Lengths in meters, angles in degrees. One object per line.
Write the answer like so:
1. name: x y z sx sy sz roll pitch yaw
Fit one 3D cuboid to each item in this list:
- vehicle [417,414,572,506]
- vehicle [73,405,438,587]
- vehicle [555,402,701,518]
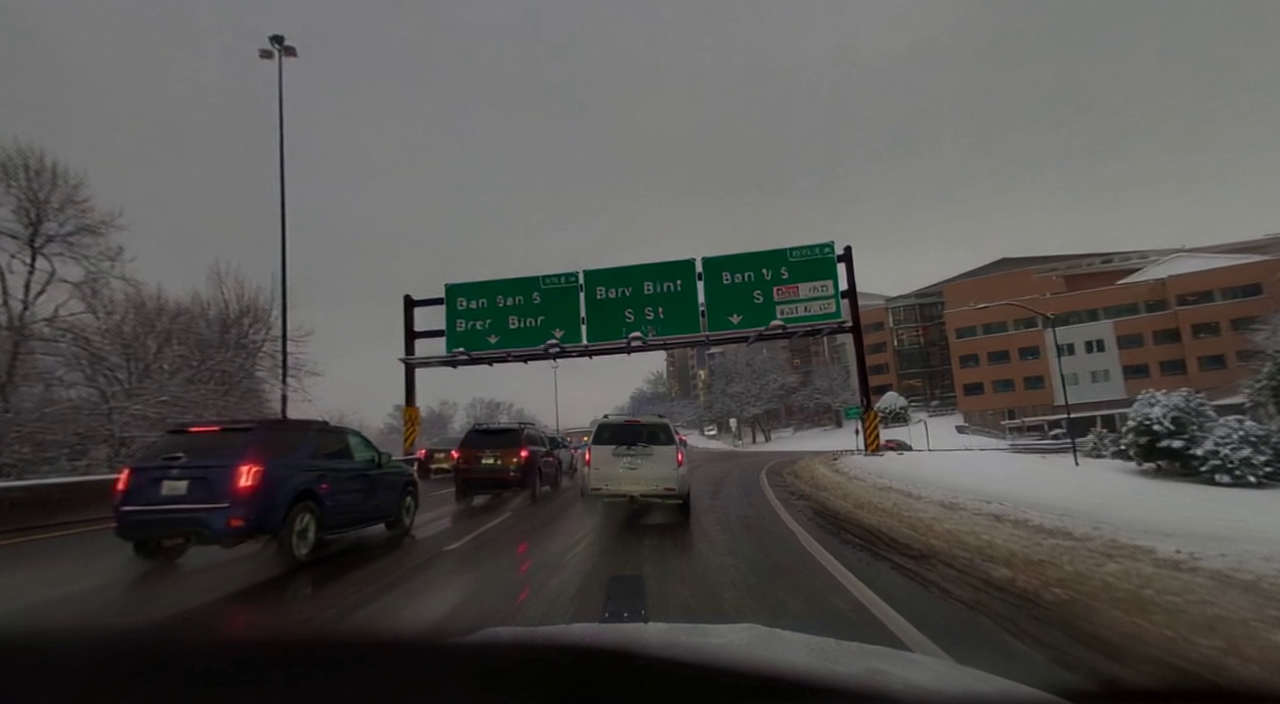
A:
1. vehicle: -3.424 2.731 16.383 2.286 1.931 5.729 -1 -9 4
2. vehicle: -4.424 1.711 8.325 1.953 1.729 4.377 0 -9 1
3. vehicle: -0.153 2.379 14.337 2.616 2.063 5.933 0 -9 1
